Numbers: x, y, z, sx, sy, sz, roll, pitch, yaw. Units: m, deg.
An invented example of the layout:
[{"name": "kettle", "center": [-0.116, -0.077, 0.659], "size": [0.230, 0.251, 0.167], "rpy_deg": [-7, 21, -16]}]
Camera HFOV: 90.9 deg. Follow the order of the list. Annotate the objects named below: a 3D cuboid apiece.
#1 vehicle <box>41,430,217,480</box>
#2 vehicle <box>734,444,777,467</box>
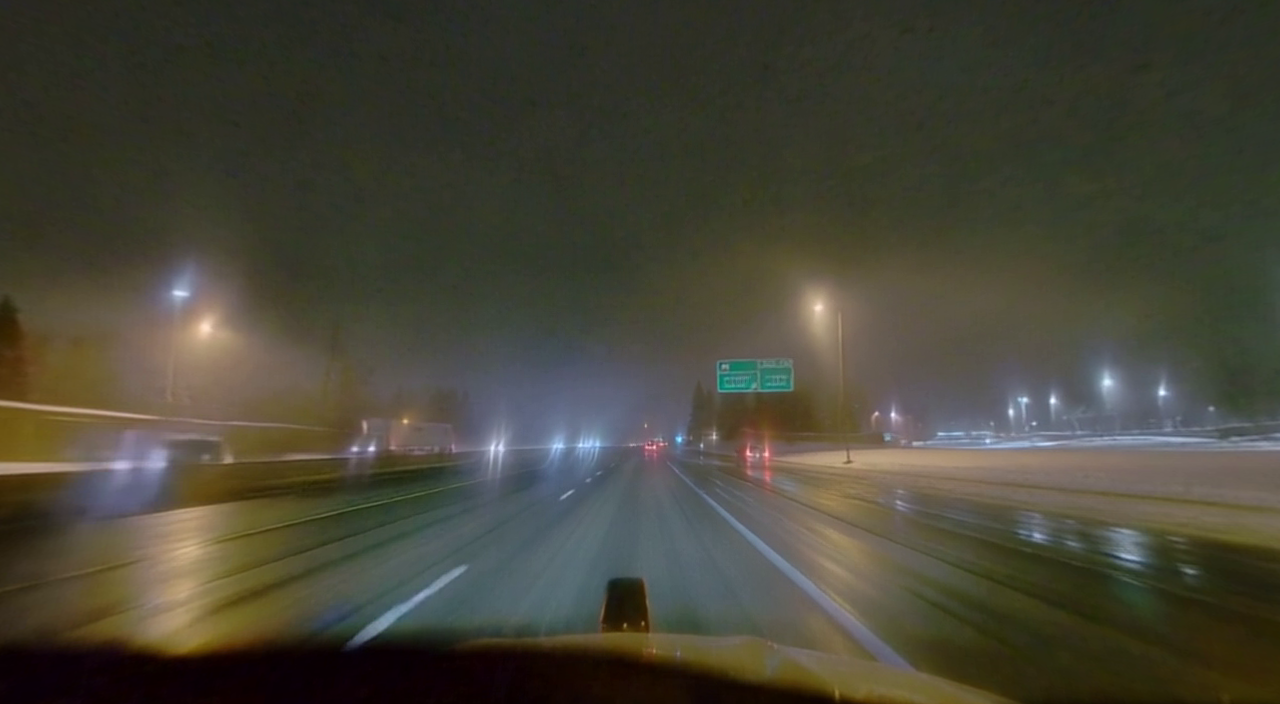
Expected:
[{"name": "vehicle", "center": [-21.000, 4.271, 26.412], "size": [2.348, 1.818, 5.837], "rpy_deg": [0, -8, 2]}, {"name": "vehicle", "center": [7.868, 7.049, 43.217], "size": [2.056, 1.465, 4.304], "rpy_deg": [0, -8, -1]}]
